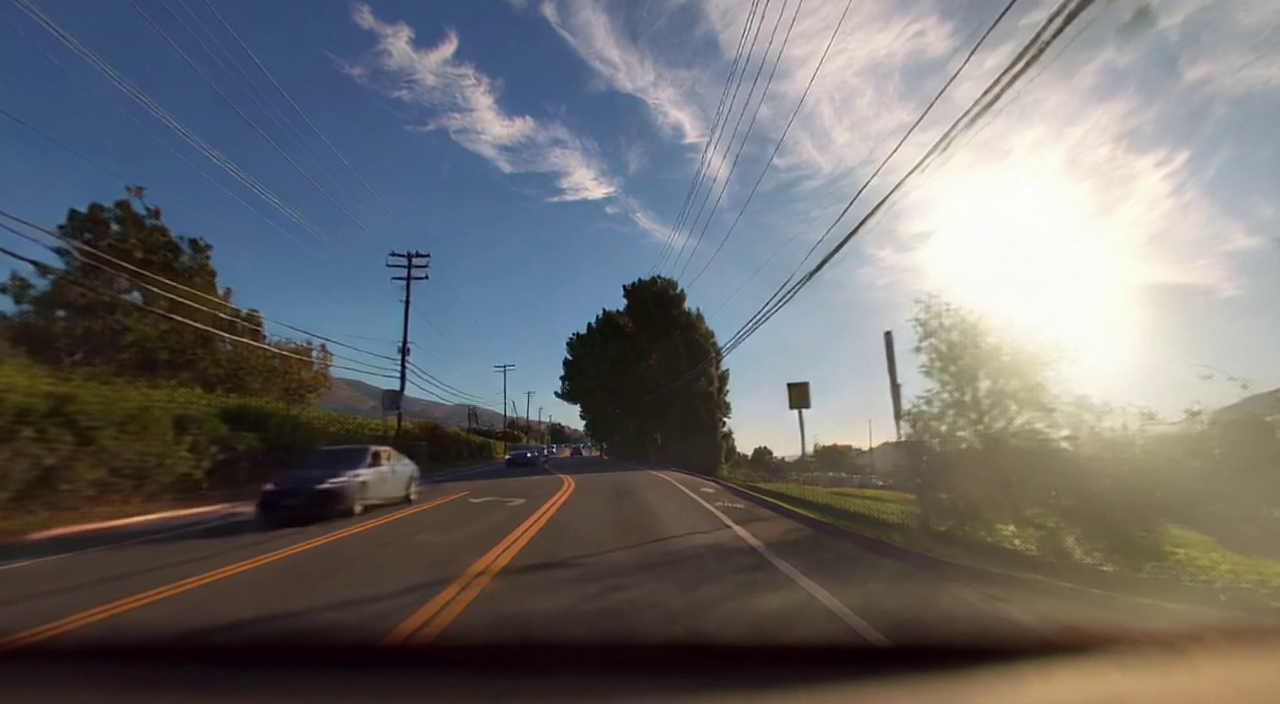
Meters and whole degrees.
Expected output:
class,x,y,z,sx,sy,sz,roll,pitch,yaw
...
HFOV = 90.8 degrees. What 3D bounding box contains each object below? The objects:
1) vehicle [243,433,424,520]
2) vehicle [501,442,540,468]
class,x,y,z,sx,sy,sz,roll,pitch,yaw
vehicle,-6.768,2.758,14.653,2.116,1.672,4.438,0,-8,-2
vehicle,-8.584,7.435,45.847,2.220,1.817,4.839,0,-8,-4
